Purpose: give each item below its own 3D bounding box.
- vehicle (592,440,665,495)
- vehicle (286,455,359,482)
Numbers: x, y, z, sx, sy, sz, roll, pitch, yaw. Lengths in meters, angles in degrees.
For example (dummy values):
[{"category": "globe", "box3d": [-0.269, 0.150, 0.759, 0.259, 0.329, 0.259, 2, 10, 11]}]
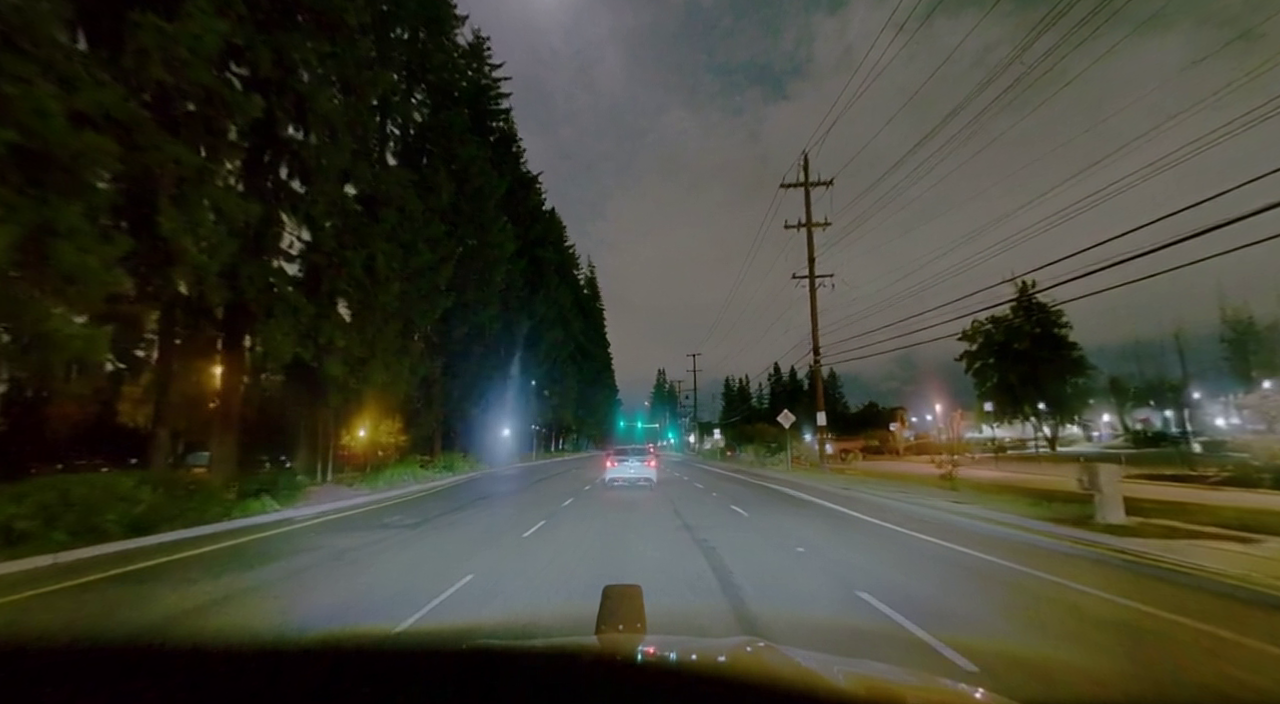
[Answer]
[{"category": "vehicle", "box3d": [-0.316, 3.459, 19.174, 1.991, 1.463, 3.988, 0, -8, 0]}, {"category": "vehicle", "box3d": [-19.331, 7.076, 38.442, 1.934, 1.457, 4.741, 0, -9, 1]}]
